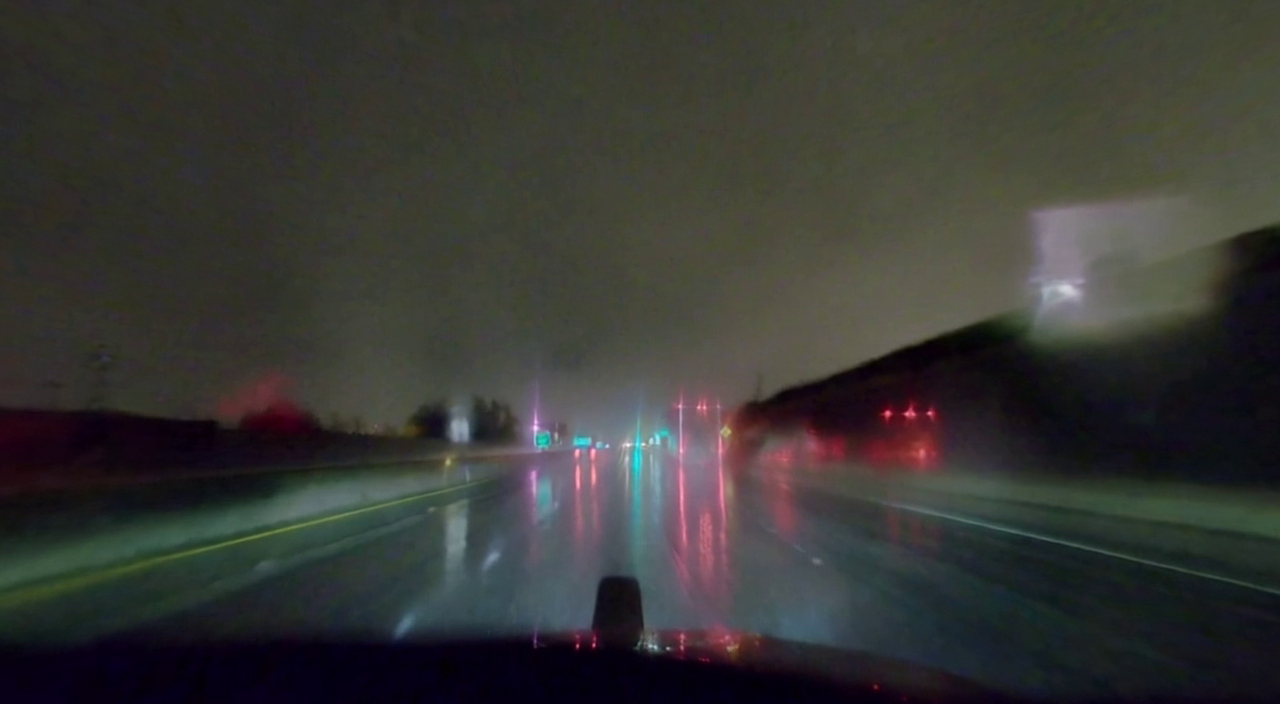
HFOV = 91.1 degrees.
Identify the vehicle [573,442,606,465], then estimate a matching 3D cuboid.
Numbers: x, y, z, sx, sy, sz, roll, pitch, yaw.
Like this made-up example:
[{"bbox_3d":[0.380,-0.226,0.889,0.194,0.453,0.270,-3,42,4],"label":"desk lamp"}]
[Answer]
[{"bbox_3d":[-3.586,7.303,45.229,2.100,1.525,4.179,0,-9,0],"label":"vehicle"}]
